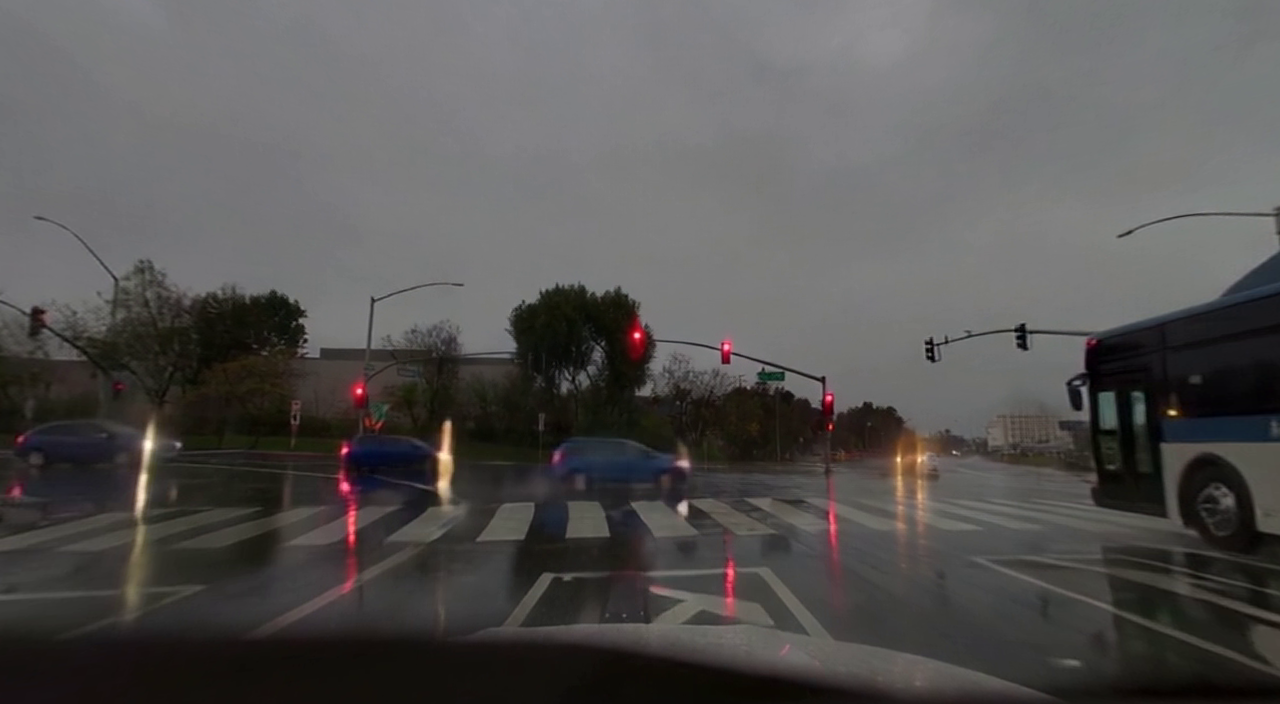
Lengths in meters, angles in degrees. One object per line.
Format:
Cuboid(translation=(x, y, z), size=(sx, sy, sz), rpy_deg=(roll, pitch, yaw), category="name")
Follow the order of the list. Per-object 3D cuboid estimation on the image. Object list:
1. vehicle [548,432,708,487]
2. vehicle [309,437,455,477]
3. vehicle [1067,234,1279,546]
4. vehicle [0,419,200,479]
Cuboid(translation=(-0.407, 3.627, 21.270), size=(5.014, 1.675, 1.906), rpy_deg=(4, -9, -18), category="vehicle")
Cuboid(translation=(-10.212, 4.180, 25.398), size=(5.203, 1.488, 1.907), rpy_deg=(3, -9, -18), category="vehicle")
Cuboid(translation=(9.574, 0.151, 5.895), size=(2.916, 4.009, 13.397), rpy_deg=(-1, -9, 5), category="vehicle")
Cuboid(translation=(-16.775, 2.996, 19.570), size=(4.626, 1.710, 1.891), rpy_deg=(3, -9, -18), category="vehicle")
